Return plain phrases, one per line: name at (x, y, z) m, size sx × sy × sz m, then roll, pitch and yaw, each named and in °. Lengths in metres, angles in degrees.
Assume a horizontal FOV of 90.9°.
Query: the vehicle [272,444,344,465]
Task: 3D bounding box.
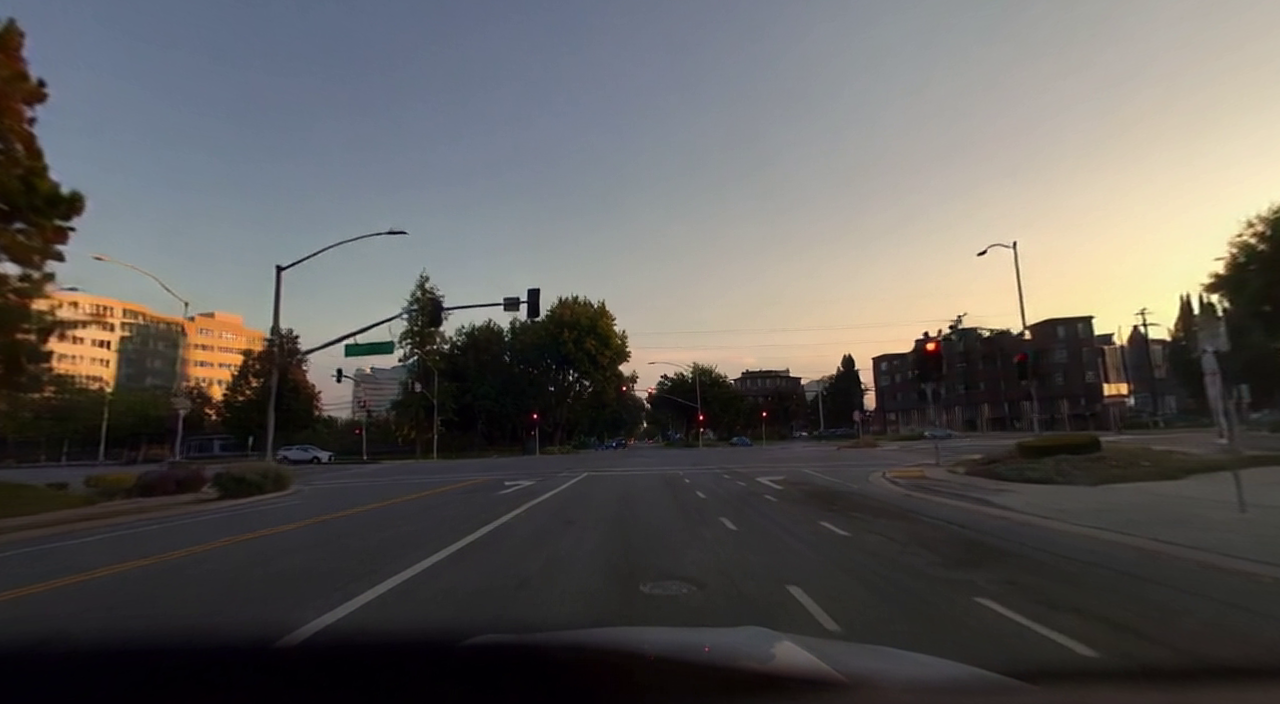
vehicle at (-24.997, 7.712, 47.537) m, size 4.332 × 1.573 × 1.900 m, roll 0°, pitch -8°, yaw 3°
